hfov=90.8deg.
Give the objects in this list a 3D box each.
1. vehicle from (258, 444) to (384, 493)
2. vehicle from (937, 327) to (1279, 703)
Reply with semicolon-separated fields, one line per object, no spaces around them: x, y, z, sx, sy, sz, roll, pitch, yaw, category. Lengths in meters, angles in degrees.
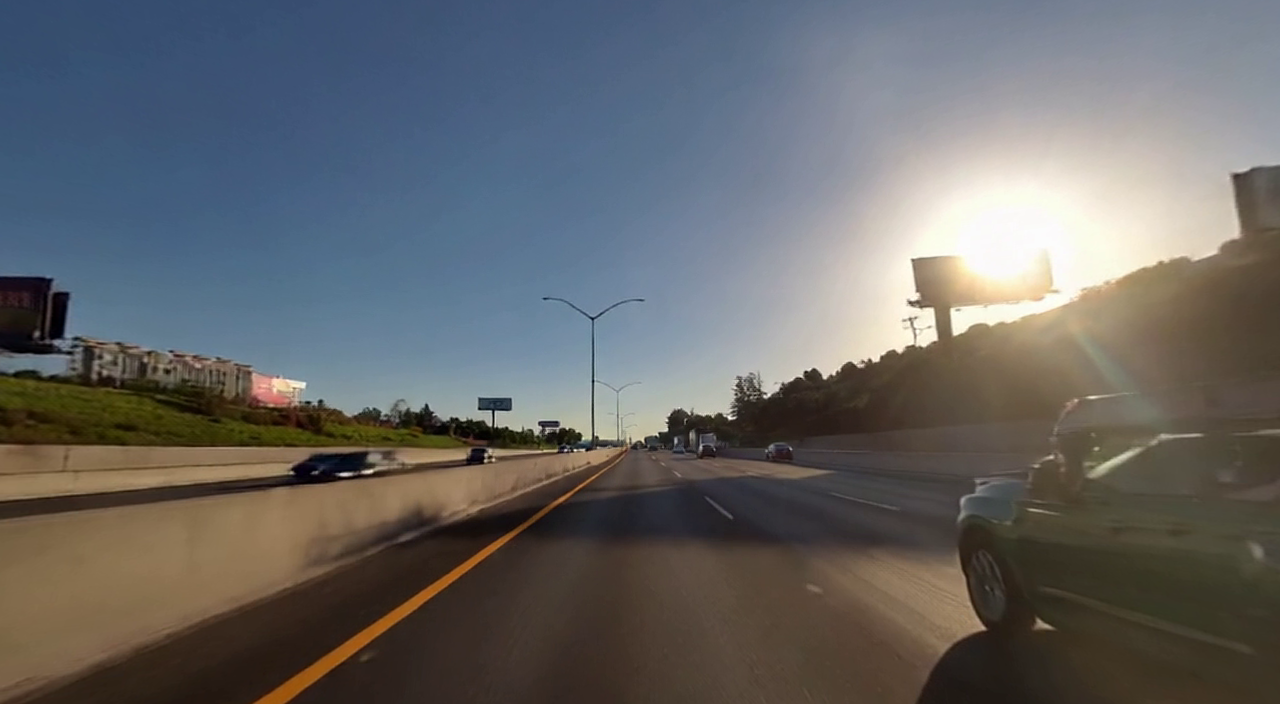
-10.944;4.002;22.125;1.975;1.527;4.580;0;-9;1;vehicle
3.231;0.814;2.450;1.973;1.710;4.476;0;-9;0;vehicle
